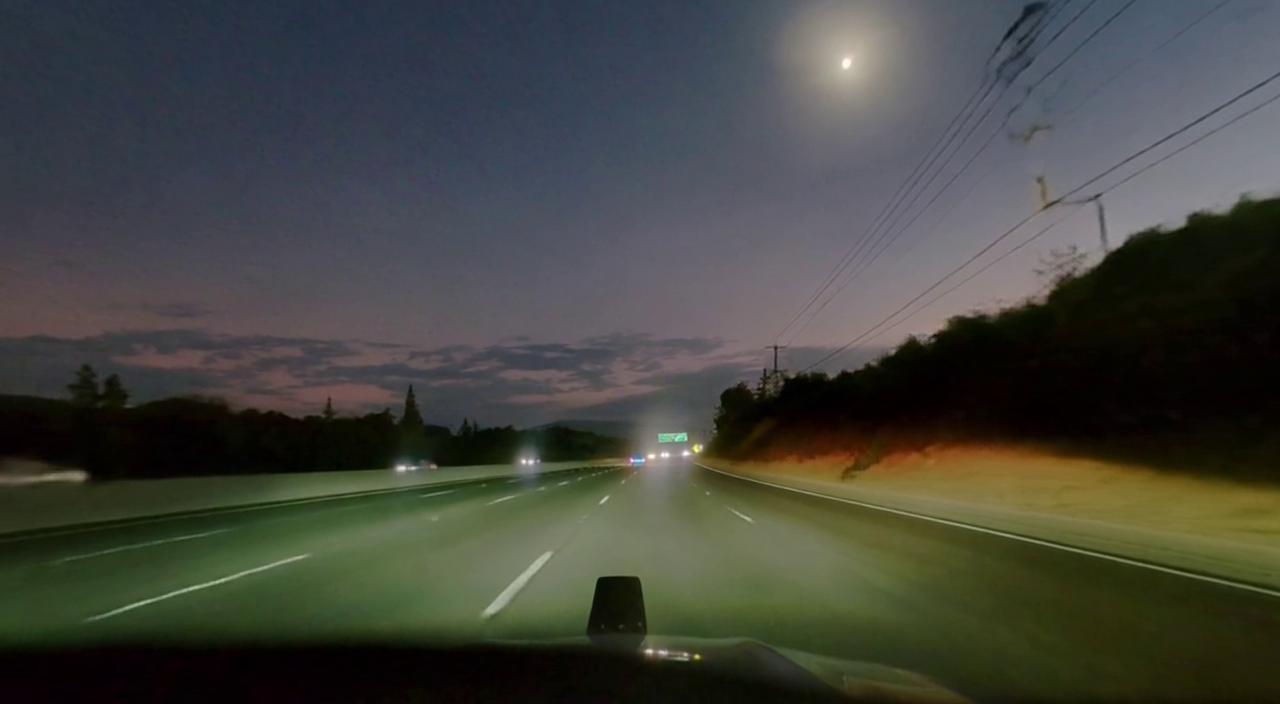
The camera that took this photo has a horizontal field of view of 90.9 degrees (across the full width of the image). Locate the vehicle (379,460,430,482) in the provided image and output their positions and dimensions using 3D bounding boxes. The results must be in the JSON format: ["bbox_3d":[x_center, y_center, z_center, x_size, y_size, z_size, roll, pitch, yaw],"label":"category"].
[{"bbox_3d":[-17.440,8.835,46.876,1.897,1.454,4.631,-1,-9,2],"label":"vehicle"}]
